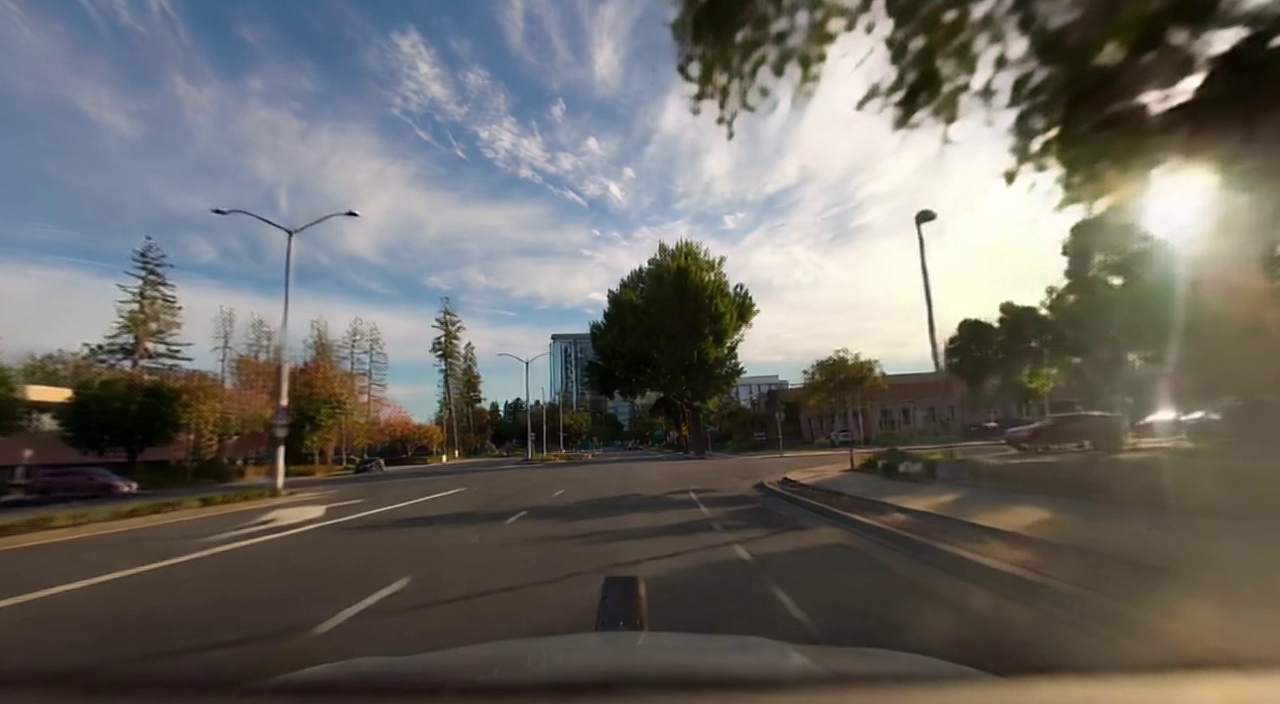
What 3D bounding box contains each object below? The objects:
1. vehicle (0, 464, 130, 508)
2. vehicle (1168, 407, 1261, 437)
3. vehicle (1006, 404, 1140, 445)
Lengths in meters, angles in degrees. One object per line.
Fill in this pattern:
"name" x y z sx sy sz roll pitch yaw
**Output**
"vehicle" -26.506 6.108 29.169 1.931 1.673 4.623 -1 -8 2
"vehicle" 39.693 4.837 43.694 4.307 1.649 2.142 -4 -9 -4
"vehicle" 22.256 3.734 32.644 5.135 1.964 2.402 0 -7 0
